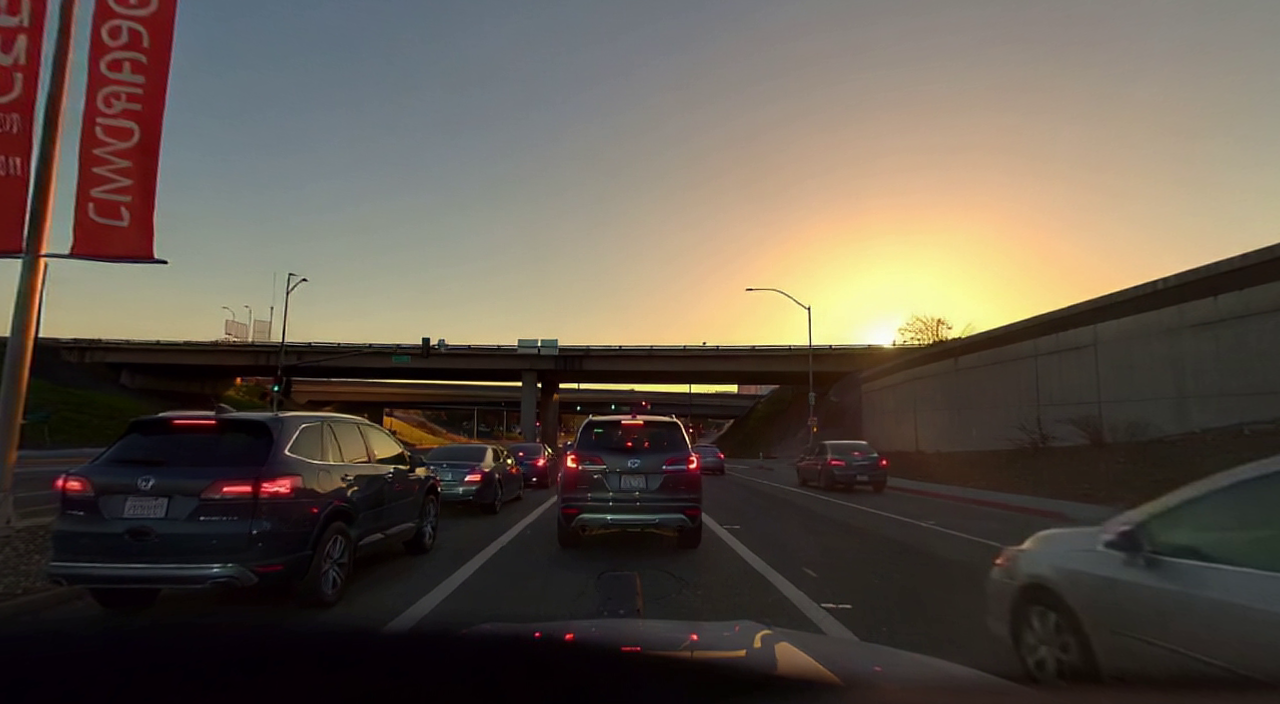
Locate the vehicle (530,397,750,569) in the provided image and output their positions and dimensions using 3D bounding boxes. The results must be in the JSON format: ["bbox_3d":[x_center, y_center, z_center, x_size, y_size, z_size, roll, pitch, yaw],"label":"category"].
[{"bbox_3d":[-0.084,1.765,9.210,2.409,1.864,4.471,0,-9,-2],"label":"vehicle"}]

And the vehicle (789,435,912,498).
[{"bbox_3d":[6.420,3.527,19.827,2.191,1.730,4.658,0,-9,-1],"label":"vehicle"}]

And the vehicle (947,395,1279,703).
[{"bbox_3d":[2.984,0.784,1.282,2.228,1.472,4.939,0,-9,0],"label":"vehicle"}]

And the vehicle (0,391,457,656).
[{"bbox_3d":[-3.502,1.431,6.279,2.039,1.709,4.265,0,-9,0],"label":"vehicle"}]

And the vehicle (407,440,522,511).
[{"bbox_3d":[-4.154,2.946,15.426,1.797,1.505,3.506,0,-9,0],"label":"vehicle"}]
